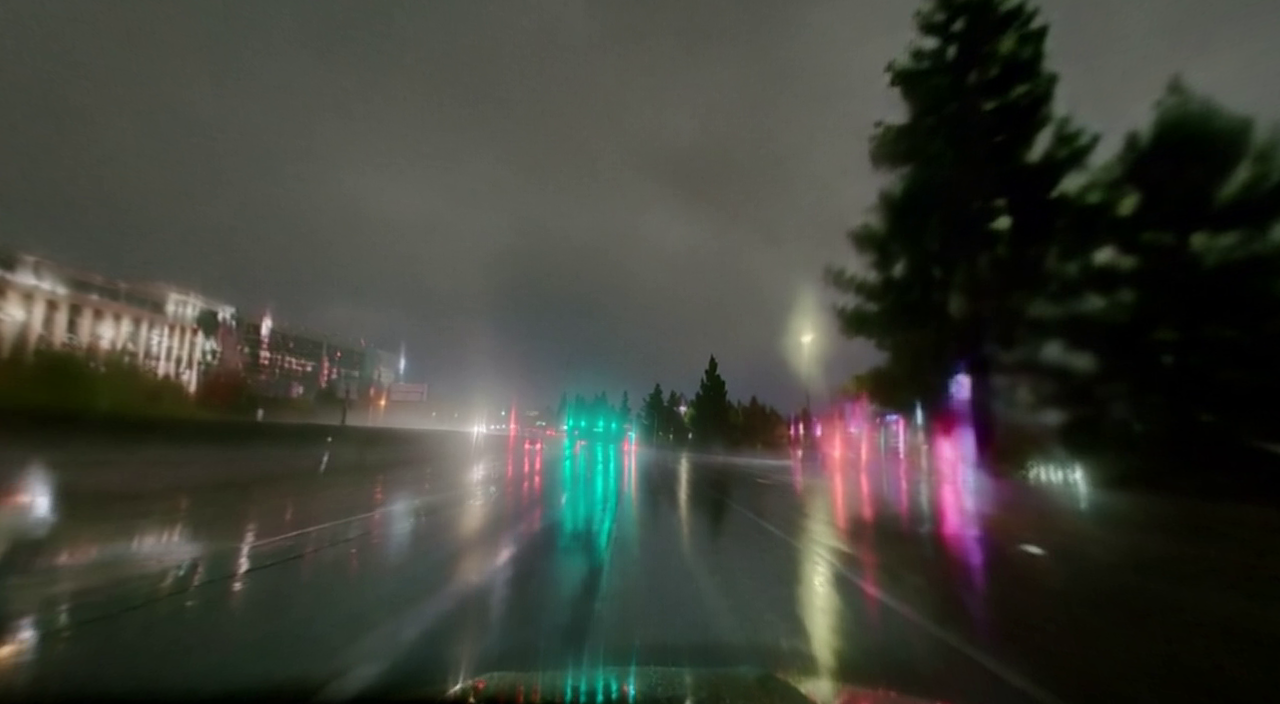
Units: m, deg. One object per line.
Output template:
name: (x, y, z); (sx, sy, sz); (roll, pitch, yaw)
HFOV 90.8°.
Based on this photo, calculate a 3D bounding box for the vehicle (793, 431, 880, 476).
vehicle: (8.369, 4.383, 27.403); (2.023, 1.782, 4.193); (1, -9, -6)
